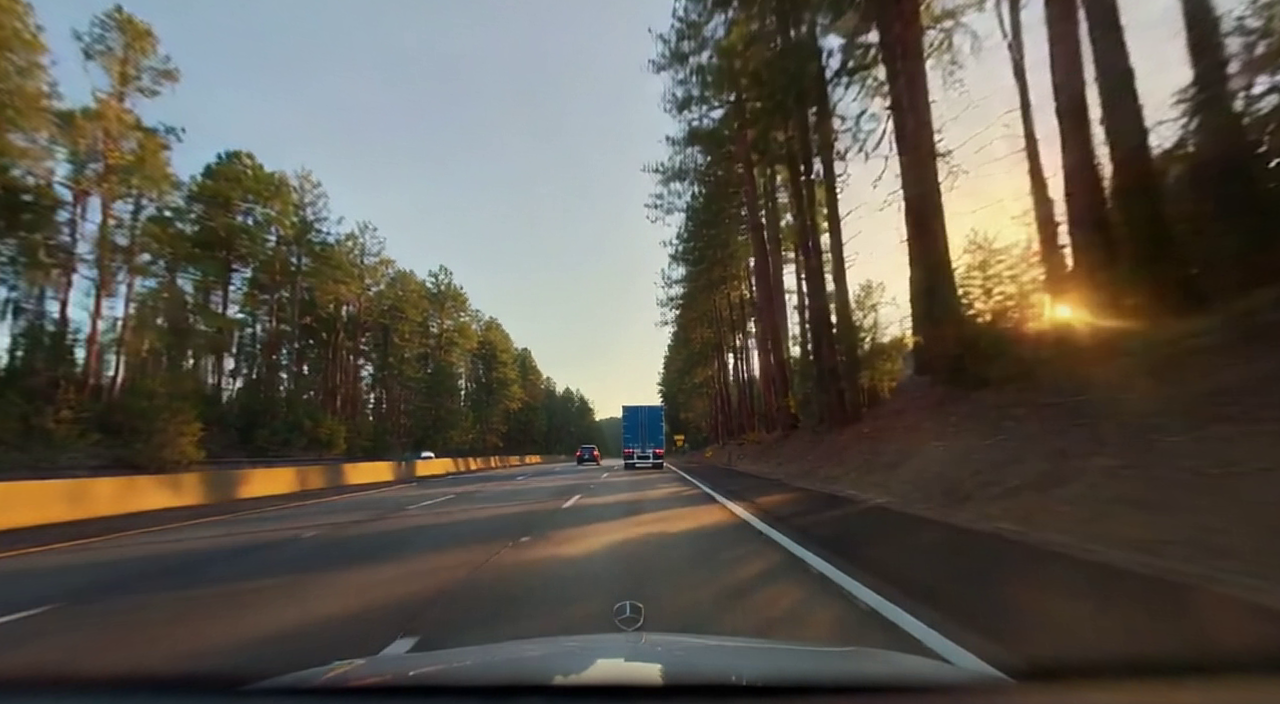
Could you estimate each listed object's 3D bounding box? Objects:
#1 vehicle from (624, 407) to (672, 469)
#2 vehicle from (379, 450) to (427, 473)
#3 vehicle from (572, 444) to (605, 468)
[{"bbox_3d":[0.508,6.723,49.150,3.320,4.173,11.889,0,-8,0],"label":"vehicle"},{"bbox_3d":[-16.587,7.637,44.346,1.799,1.500,4.126,0,-9,0],"label":"vehicle"},{"bbox_3d":[-3.867,7.850,47.749,2.092,1.702,4.297,0,-8,0],"label":"vehicle"}]
